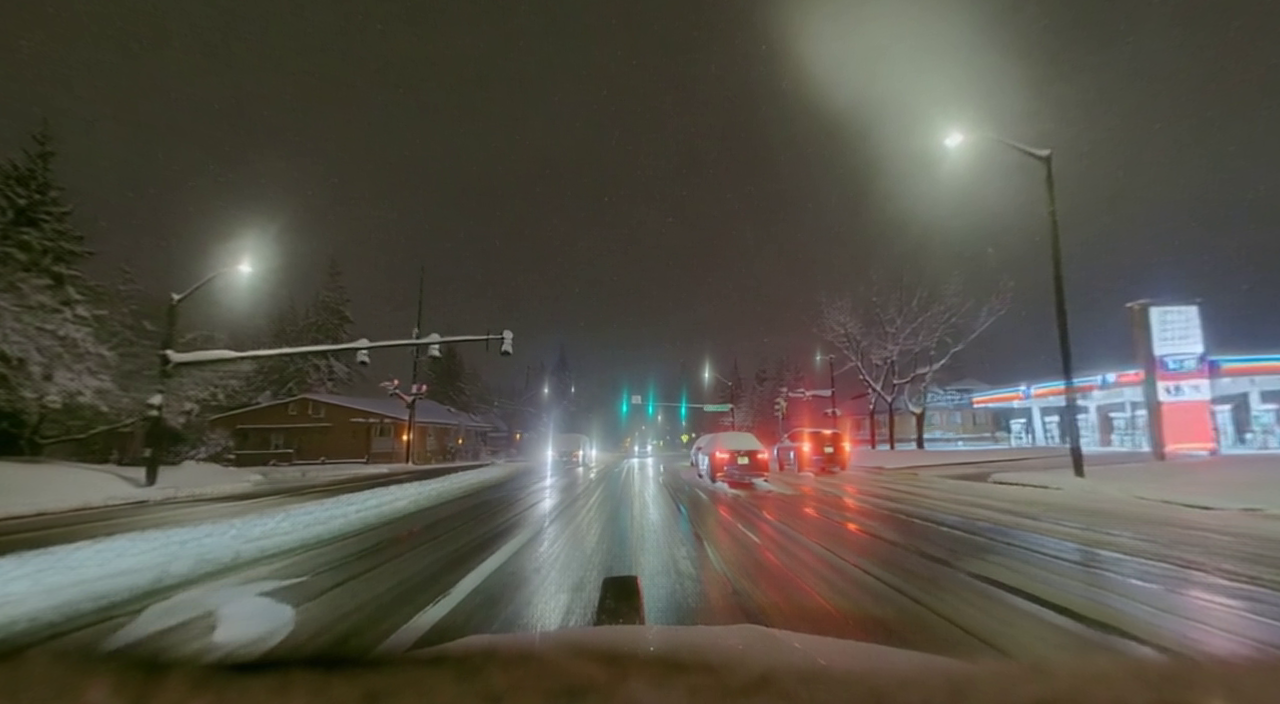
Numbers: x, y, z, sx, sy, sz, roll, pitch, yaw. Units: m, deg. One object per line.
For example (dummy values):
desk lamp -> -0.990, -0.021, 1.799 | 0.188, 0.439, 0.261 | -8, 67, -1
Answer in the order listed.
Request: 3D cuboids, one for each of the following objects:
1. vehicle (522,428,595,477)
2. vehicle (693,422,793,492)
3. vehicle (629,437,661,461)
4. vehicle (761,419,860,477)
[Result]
vehicle -> -3.215, 4.089, 25.935 | 2.261, 1.820, 4.255 | 0, -8, 2
vehicle -> 2.870, 3.076, 18.825 | 2.140, 1.800, 4.660 | 0, -8, -1
vehicle -> 0.332, 6.924, 45.114 | 2.131, 1.665, 3.926 | 0, -8, -2
vehicle -> 7.008, 4.038, 26.786 | 2.510, 2.176, 5.527 | 0, -8, -2
